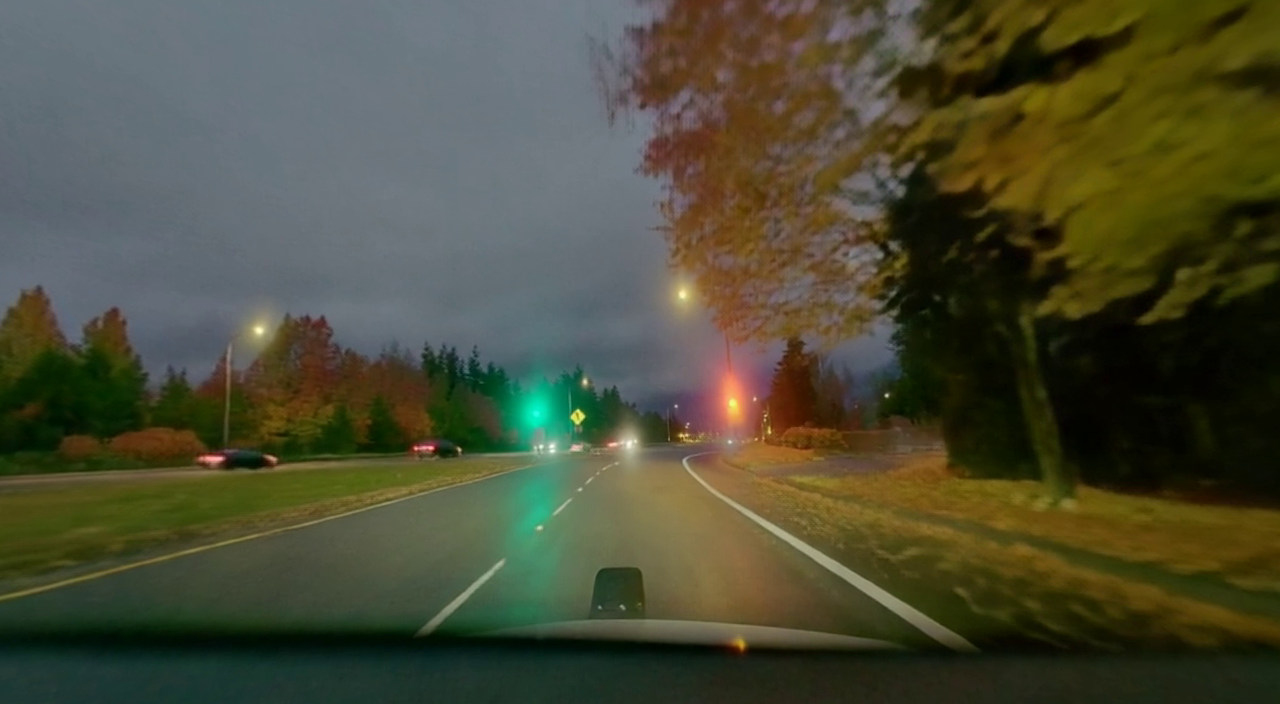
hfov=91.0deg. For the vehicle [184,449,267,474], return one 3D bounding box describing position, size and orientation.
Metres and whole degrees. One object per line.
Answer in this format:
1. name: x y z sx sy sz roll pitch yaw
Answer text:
1. vehicle: -27.692 7.294 42.215 1.865 1.518 4.231 -3 -9 19
